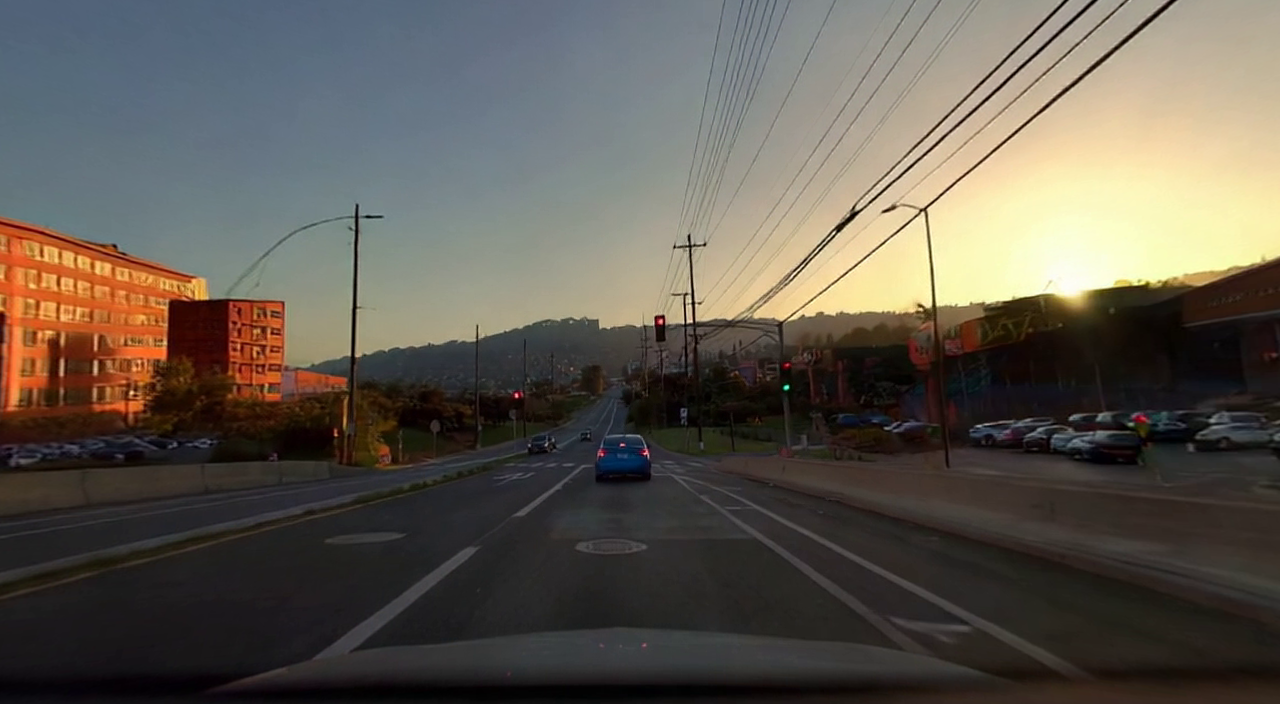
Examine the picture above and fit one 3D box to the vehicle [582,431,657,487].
[{"bbox_3d":[-0.619,3.285,19.721,2.123,1.566,3.662,0,-8,-1],"label":"vehicle"}]
